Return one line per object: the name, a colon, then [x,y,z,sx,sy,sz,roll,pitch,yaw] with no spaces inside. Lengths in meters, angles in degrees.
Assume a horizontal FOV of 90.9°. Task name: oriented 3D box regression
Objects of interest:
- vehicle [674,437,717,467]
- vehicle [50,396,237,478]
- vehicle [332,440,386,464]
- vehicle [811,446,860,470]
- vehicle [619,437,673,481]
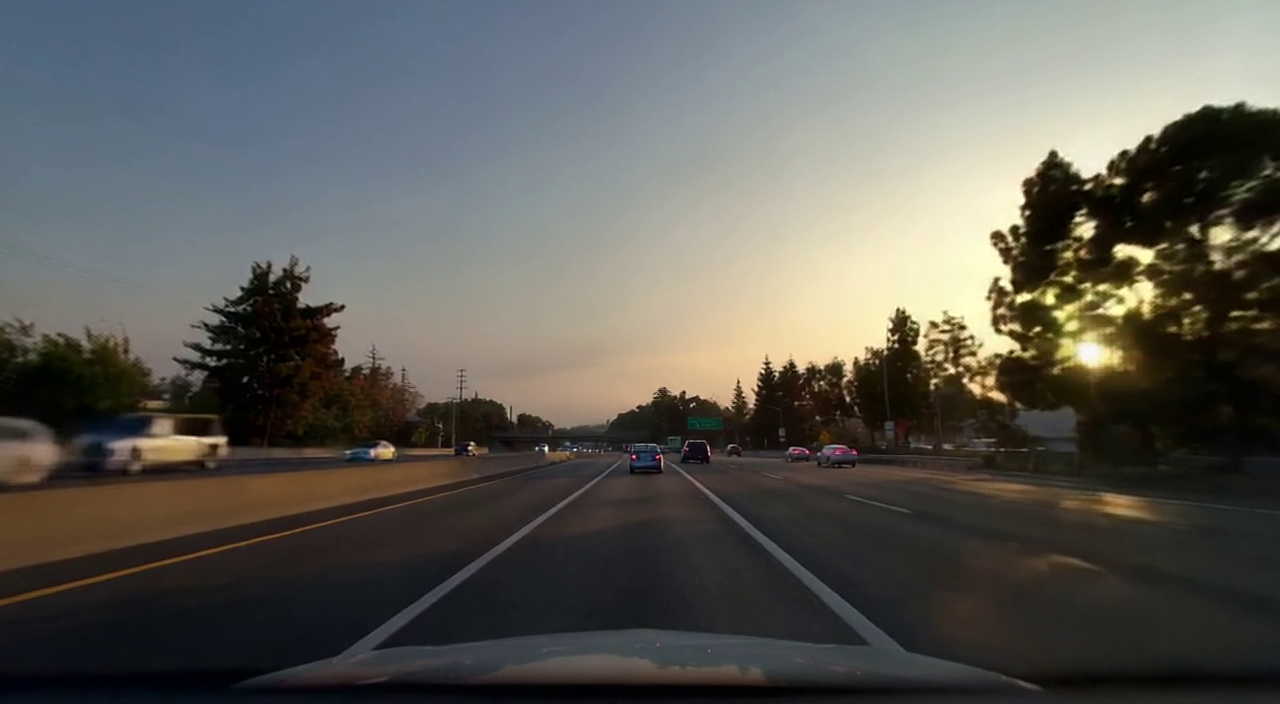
vehicle: [3.856,7.108,44.954,2.505,2.020,5.532,0,-8,-1]
vehicle: [-22.167,3.928,28.838,2.729,3.252,6.969,0,-8,0]
vehicle: [-21.824,7.782,49.217,2.021,1.772,4.697,0,-8,0]
vehicle: [12.721,6.889,41.285,1.872,1.459,4.502,0,-8,1]
vehicle: [0.195,4.484,26.725,2.105,1.711,4.293,0,-8,-1]
